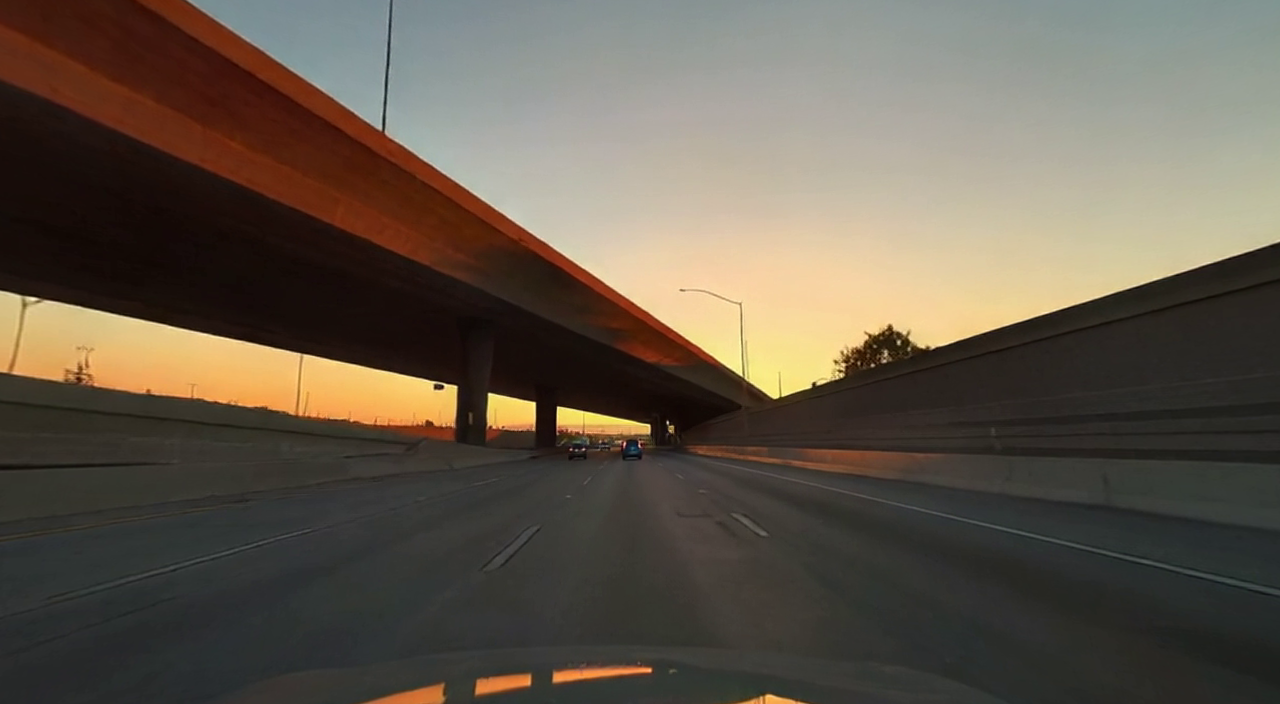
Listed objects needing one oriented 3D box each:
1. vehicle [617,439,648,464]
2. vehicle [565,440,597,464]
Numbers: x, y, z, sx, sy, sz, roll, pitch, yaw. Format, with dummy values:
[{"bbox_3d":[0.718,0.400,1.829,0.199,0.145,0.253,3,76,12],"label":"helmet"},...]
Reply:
[{"bbox_3d":[-0.589,7.141,45.481,2.132,1.657,3.967,0,-8,-2],"label":"vehicle"},{"bbox_3d":[-4.361,7.449,47.131,2.000,1.646,4.201,0,-8,-1],"label":"vehicle"}]
